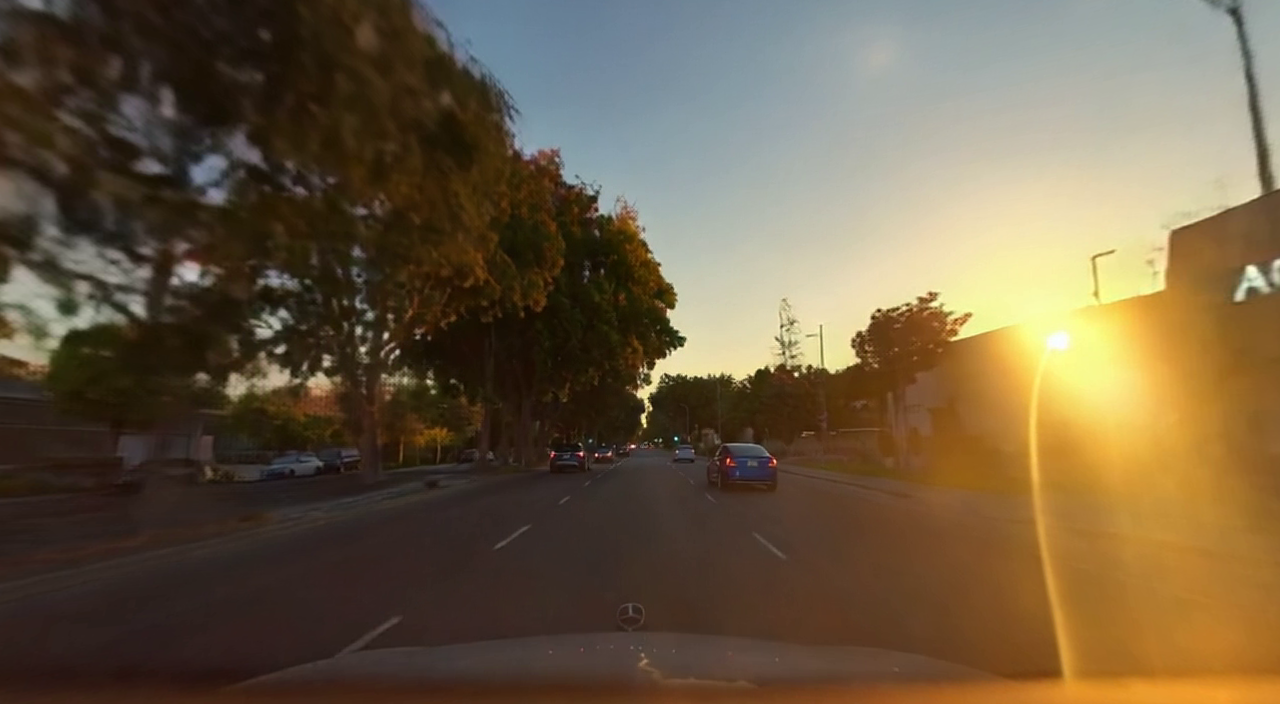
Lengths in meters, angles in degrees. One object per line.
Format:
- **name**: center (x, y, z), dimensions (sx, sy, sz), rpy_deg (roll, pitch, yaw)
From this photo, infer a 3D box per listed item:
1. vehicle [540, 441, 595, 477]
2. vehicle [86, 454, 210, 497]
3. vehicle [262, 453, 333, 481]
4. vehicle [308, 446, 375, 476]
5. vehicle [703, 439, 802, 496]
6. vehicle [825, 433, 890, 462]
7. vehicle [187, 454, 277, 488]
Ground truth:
- **vehicle**: center (-3.433, 5.127, 30.484), dimensions (2.113, 1.626, 4.129), rpy_deg (0, -8, 1)
- **vehicle**: center (-22.515, 5.637, 29.138), dimensions (1.918, 1.698, 4.581), rpy_deg (-1, -8, 1)
- **vehicle**: center (-22.257, 7.469, 41.182), dimensions (1.887, 1.669, 4.753), rpy_deg (0, -8, 1)
- **vehicle**: center (-22.270, 8.114, 47.341), dimensions (2.255, 2.117, 5.319), rpy_deg (-1, -8, 2)
- **vehicle**: center (3.166, 3.358, 18.769), dimensions (2.083, 1.474, 4.360), rpy_deg (0, -8, -1)
- **vehicle**: center (16.832, 7.401, 49.109), dimensions (2.160, 2.093, 5.795), rpy_deg (1, -9, -10)
- **vehicle**: center (-22.379, 6.517, 34.806), dimensions (1.794, 1.664, 4.582), rpy_deg (0, -8, 1)
